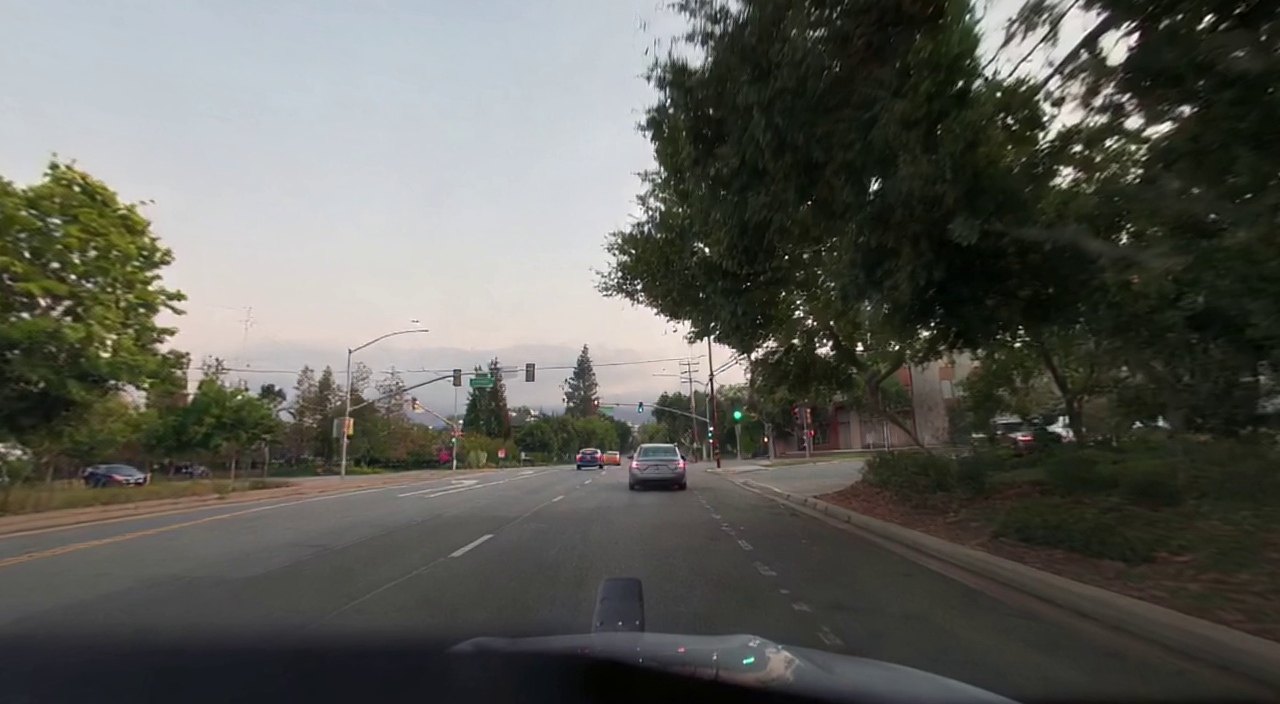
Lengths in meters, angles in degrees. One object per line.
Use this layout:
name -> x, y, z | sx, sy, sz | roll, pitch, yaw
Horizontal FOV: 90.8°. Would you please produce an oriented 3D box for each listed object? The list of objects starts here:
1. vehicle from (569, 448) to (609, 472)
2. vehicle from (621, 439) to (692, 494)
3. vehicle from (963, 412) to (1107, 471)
vehicle -> -3.295, 7.082, 41.778 | 2.153, 1.474, 4.284 | 0, -9, 2
vehicle -> 0.552, 3.746, 21.017 | 2.156, 1.636, 3.923 | 0, -9, 2
vehicle -> 14.495, 3.378, 23.685 | 2.225, 1.922, 5.243 | -1, -9, 3
